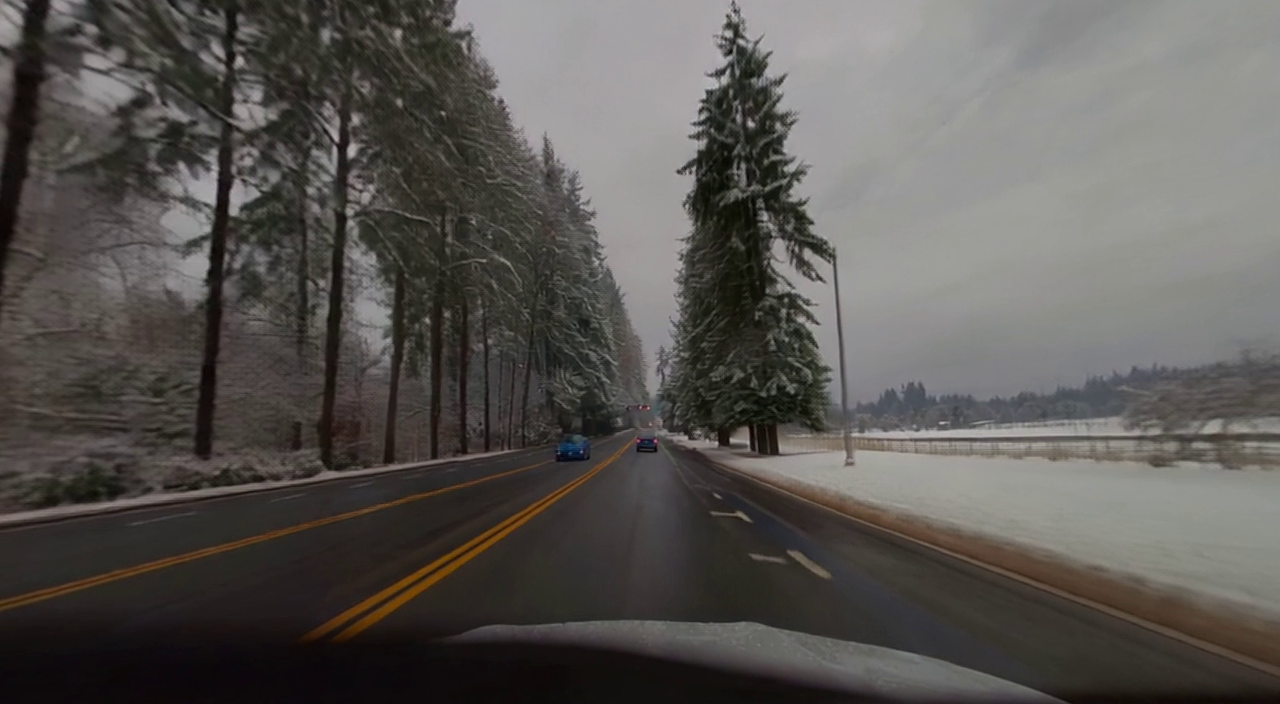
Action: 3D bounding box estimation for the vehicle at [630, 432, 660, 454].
[{"bbox_3d":[0.360,6.497,45.001,2.067,1.486,3.861,0,-9,1],"label":"vehicle"}]
